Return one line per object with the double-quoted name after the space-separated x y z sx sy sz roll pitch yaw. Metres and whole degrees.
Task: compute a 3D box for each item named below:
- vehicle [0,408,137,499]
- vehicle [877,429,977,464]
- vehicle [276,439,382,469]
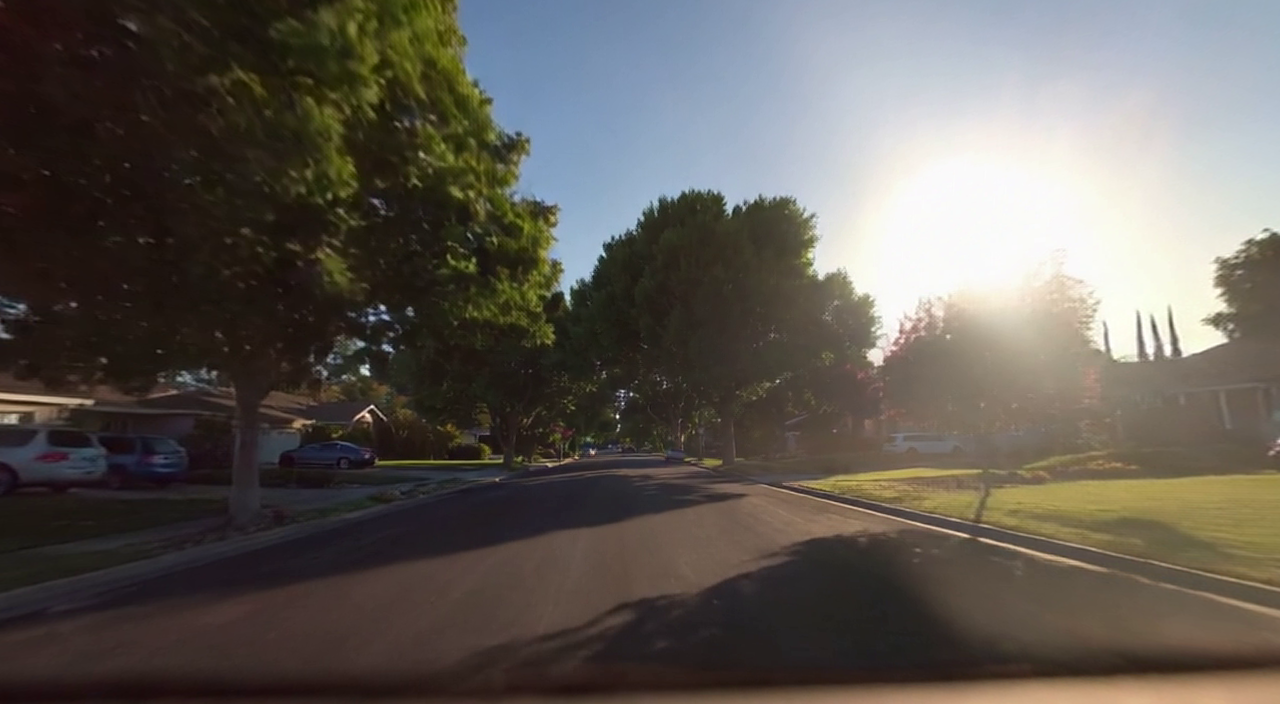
-15.629 2.420 15.078 2.575 2.031 5.155 -8 -11 44 "vehicle"
15.109 4.976 33.162 4.468 1.728 2.135 3 -9 -20 "vehicle"
-15.974 5.246 32.504 4.351 1.474 2.015 0 -9 -2 "vehicle"
